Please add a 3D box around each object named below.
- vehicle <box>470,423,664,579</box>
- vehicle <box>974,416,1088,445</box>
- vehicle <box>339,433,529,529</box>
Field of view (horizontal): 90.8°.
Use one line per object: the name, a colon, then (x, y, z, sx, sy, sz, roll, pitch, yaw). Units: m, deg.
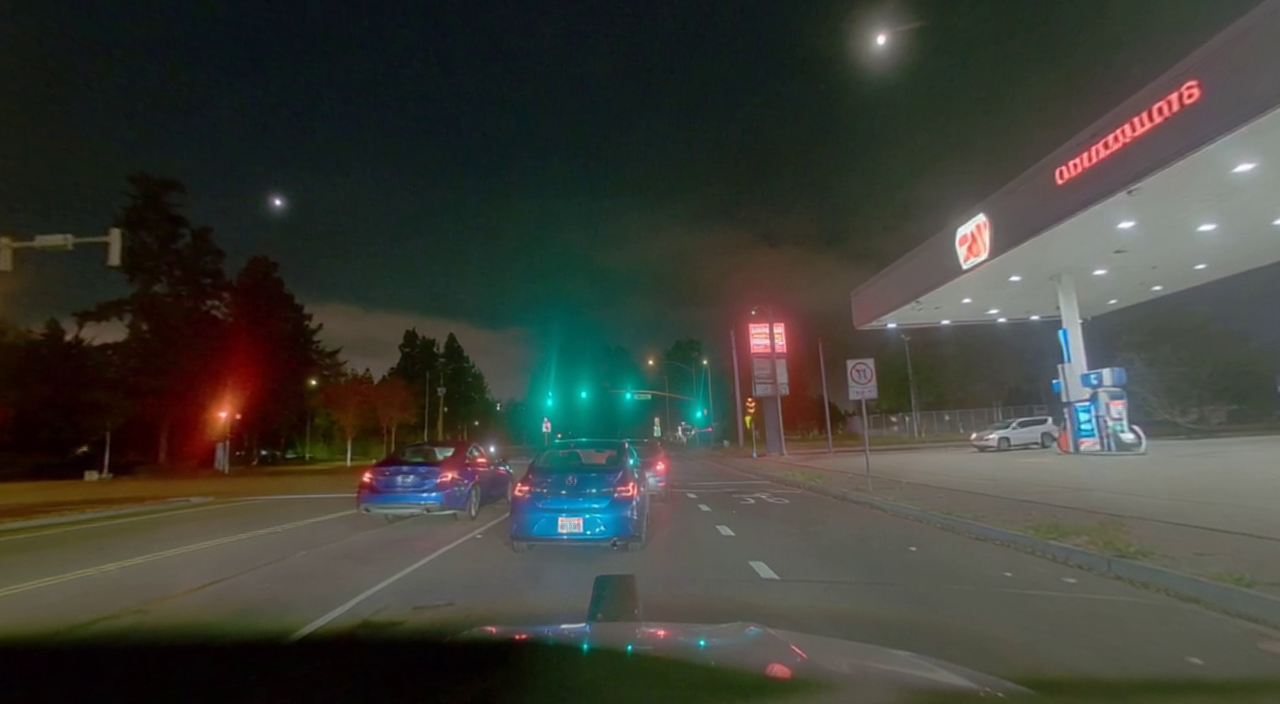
vehicle: (-0.644, 1.795, 8.506, 1.916, 1.510, 4.447, 0, -8, 2)
vehicle: (21.346, 4.314, 34.614, 4.874, 1.502, 2.048, 0, -8, 0)
vehicle: (-3.707, 2.402, 12.476, 1.995, 1.506, 4.773, 0, -8, 2)
